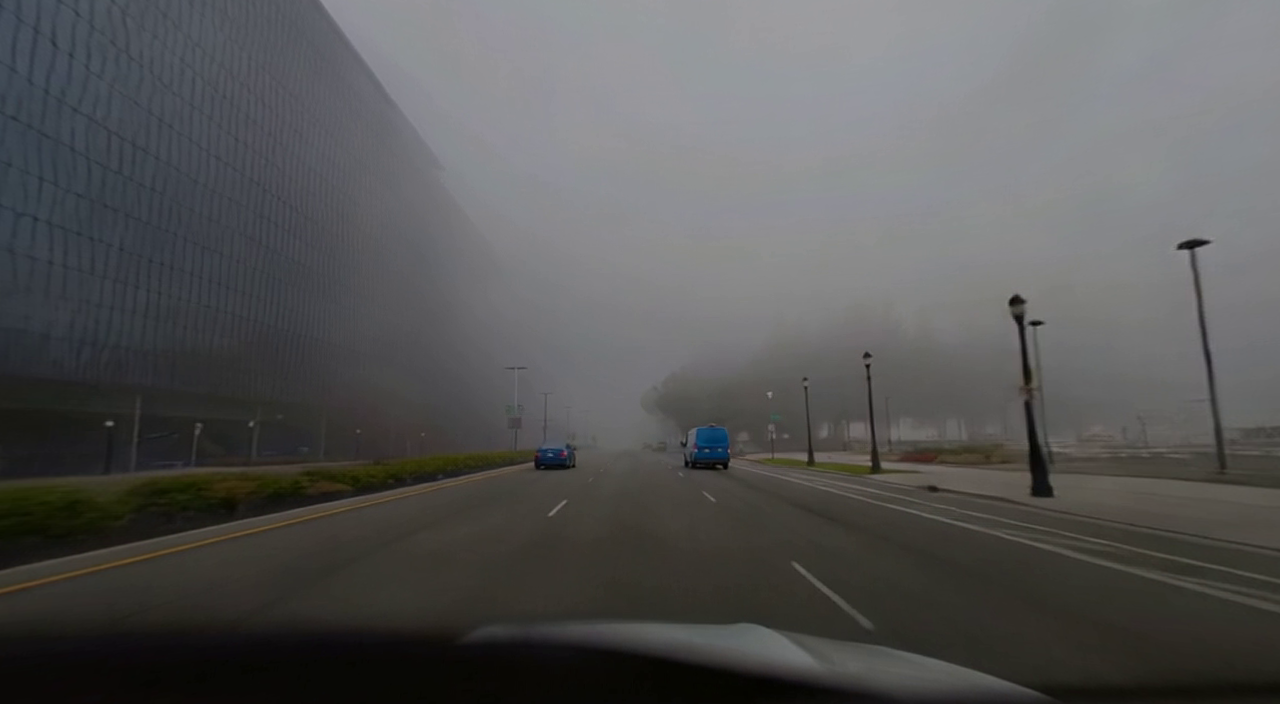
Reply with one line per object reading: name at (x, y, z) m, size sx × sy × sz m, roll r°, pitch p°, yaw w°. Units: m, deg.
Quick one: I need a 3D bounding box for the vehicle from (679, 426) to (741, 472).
vehicle at (3.167, 4.530, 29.522) m, size 2.200 × 1.914 × 5.145 m, roll 0°, pitch -8°, yaw -1°

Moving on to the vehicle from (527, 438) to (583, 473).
vehicle at (-3.737, 4.632, 28.442) m, size 1.864 × 1.464 × 4.195 m, roll 0°, pitch -8°, yaw 1°
